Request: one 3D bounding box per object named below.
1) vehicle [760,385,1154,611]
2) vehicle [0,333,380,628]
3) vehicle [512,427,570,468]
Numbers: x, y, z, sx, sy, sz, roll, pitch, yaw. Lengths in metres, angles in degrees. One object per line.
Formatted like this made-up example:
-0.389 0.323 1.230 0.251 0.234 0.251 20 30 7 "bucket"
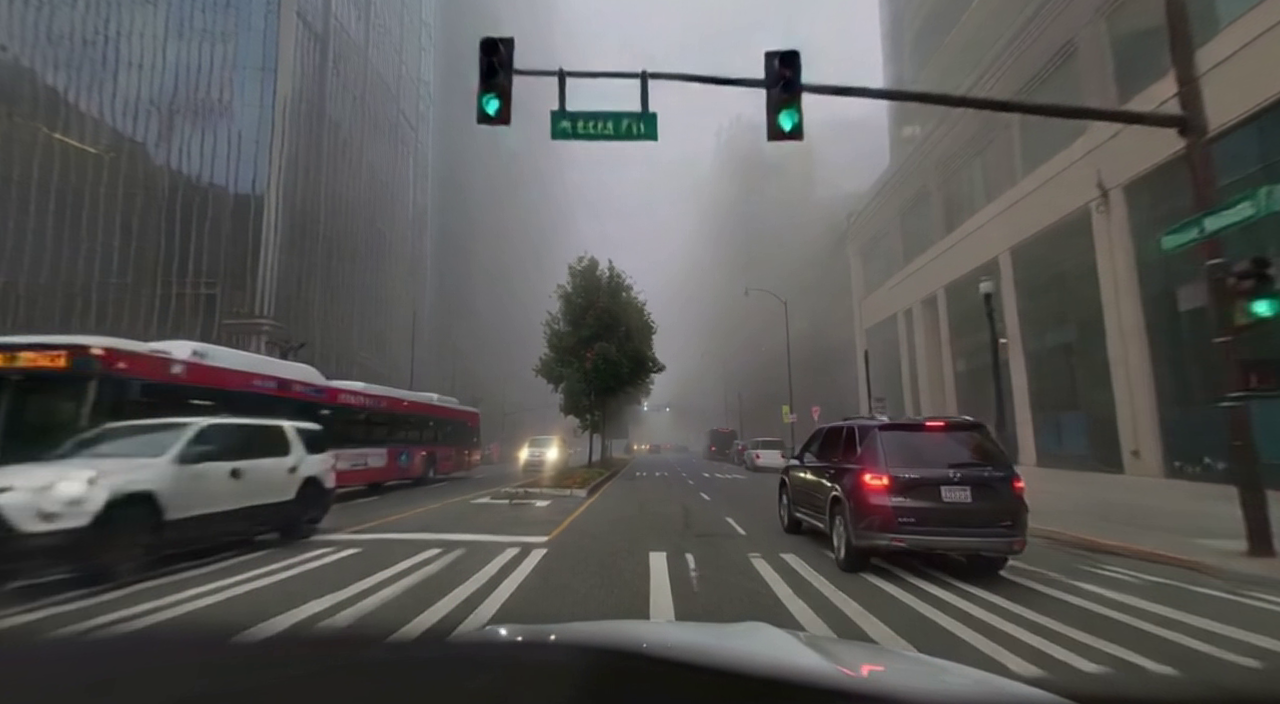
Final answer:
3.136 1.588 7.983 2.118 1.848 5.426 0 -8 -1 "vehicle"
-5.351 1.314 7.383 2.304 2.208 5.200 0 -8 1 "vehicle"
-4.897 4.799 31.852 2.030 1.881 4.994 0 -8 1 "vehicle"
